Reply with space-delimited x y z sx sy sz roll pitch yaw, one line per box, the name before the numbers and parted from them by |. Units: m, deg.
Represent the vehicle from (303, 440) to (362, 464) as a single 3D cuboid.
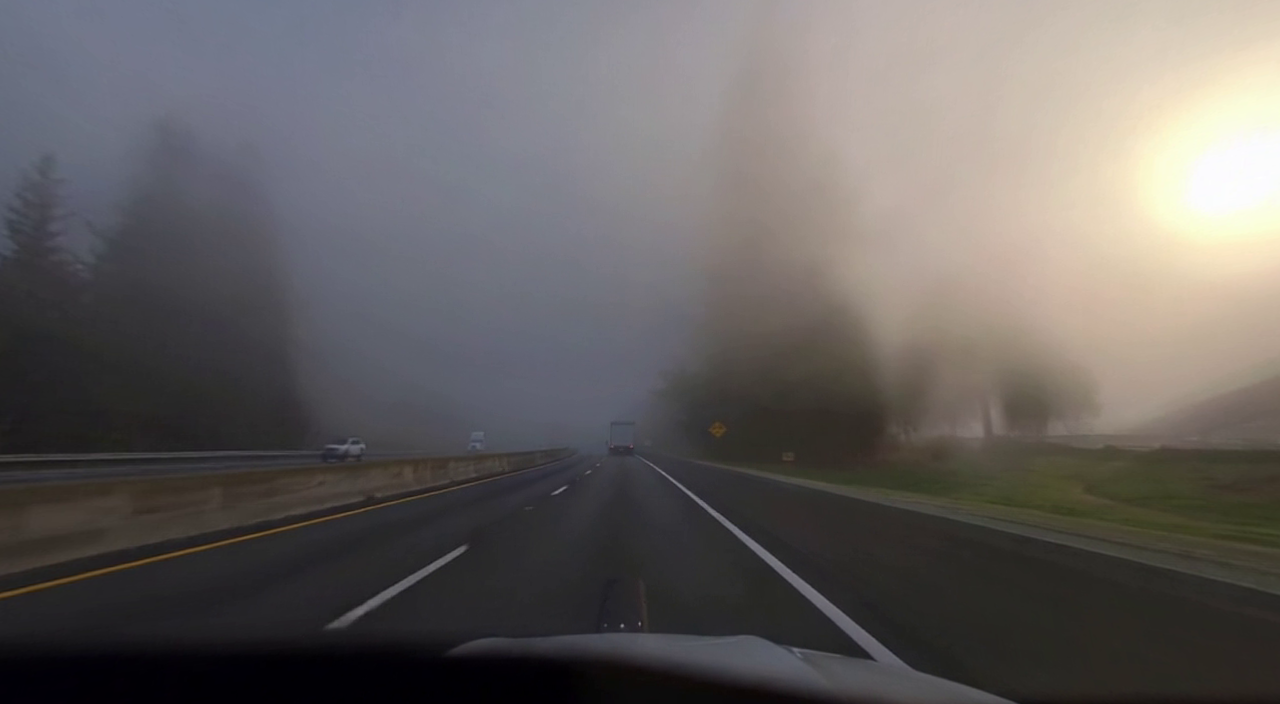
vehicle | -20.100 6.559 41.371 1.769 1.475 4.161 0 -9 0
